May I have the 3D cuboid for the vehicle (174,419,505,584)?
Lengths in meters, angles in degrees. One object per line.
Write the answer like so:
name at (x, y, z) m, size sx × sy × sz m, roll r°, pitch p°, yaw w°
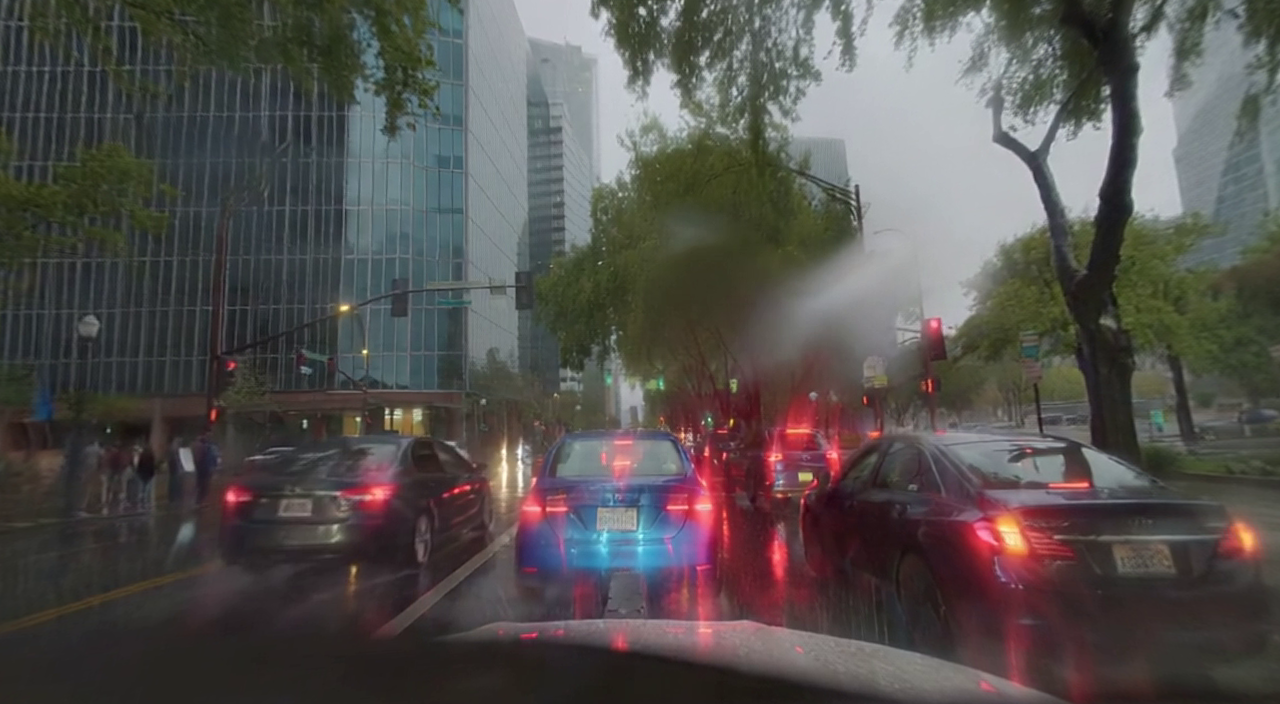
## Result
vehicle at (-3.264, 1.703, 8.011) m, size 2.068 × 1.513 × 4.221 m, roll 0°, pitch -8°, yaw 1°

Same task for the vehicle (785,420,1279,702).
vehicle at (2.752, 1.405, 5.451) m, size 1.952 × 1.464 × 4.165 m, roll 0°, pitch -8°, yaw -1°

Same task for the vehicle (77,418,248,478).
vehicle at (-24.465, 4.947, 32.403) m, size 6.756 × 2.955 × 2.367 m, roll 0°, pitch -8°, yaw 1°

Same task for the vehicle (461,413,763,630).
vehicle at (-0.265, 1.469, 6.441) m, size 2.072 × 1.476 × 4.078 m, roll 0°, pitch -8°, yaw -2°
